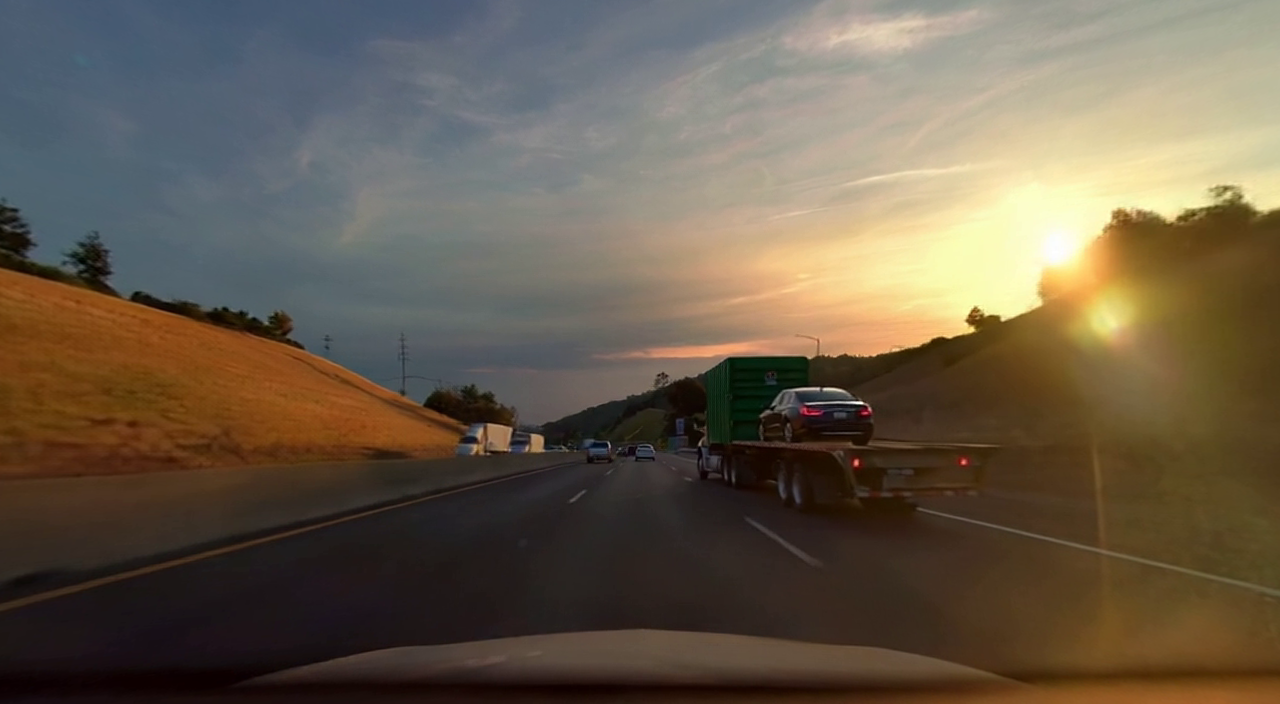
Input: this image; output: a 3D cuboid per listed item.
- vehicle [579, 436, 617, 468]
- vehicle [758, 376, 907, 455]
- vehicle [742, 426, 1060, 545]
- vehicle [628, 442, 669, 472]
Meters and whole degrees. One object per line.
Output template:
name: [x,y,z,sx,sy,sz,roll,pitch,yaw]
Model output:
vehicle: [-2.814,6.888,43.560,2.142,2.044,4.446,-1,-9,2]
vehicle: [4.163,1.571,14.456,1.968,1.547,4.215,0,-9,-2]
vehicle: [4.277,2.532,13.258,2.654,1.574,9.537,0,-9,0]
vehicle: [0.461,5.711,34.451,2.086,1.497,3.681,0,-9,1]
